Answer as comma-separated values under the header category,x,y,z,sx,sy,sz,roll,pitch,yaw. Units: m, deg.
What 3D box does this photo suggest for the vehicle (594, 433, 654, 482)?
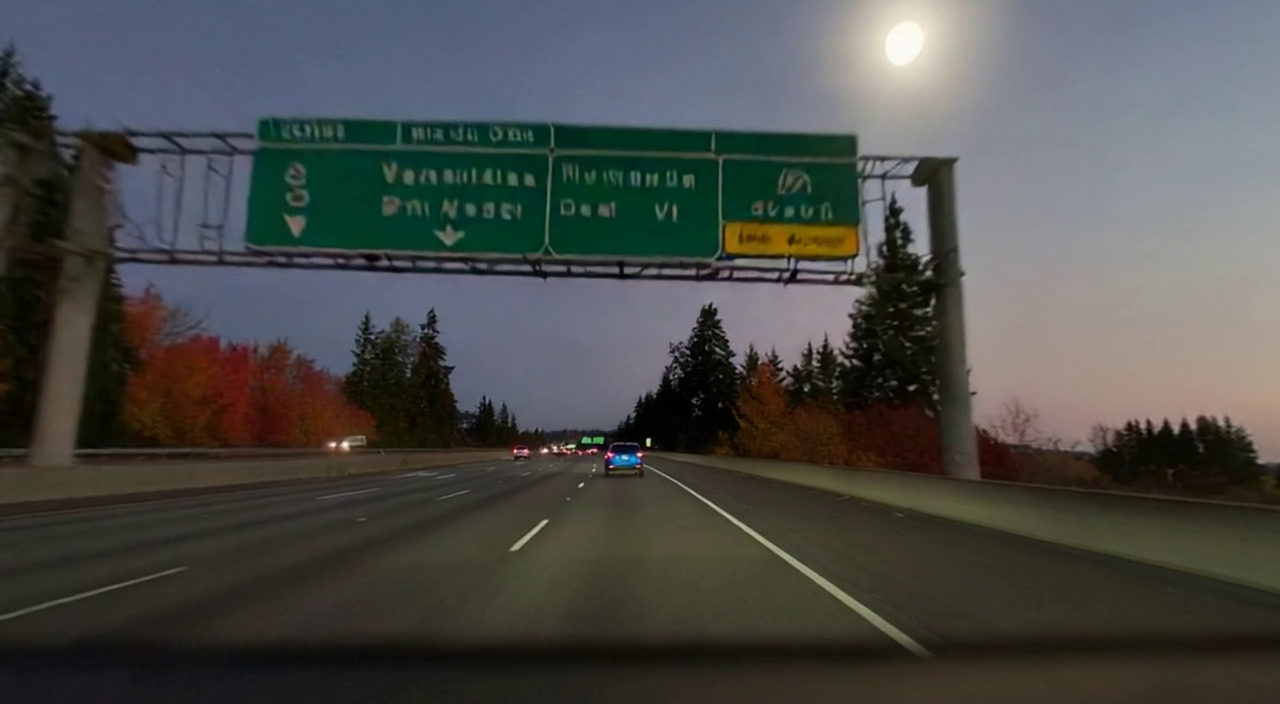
category,x,y,z,sx,sy,sz,roll,pitch,yaw
vehicle,-0.634,4.035,24.301,2.120,1.706,4.226,0,-8,-2
